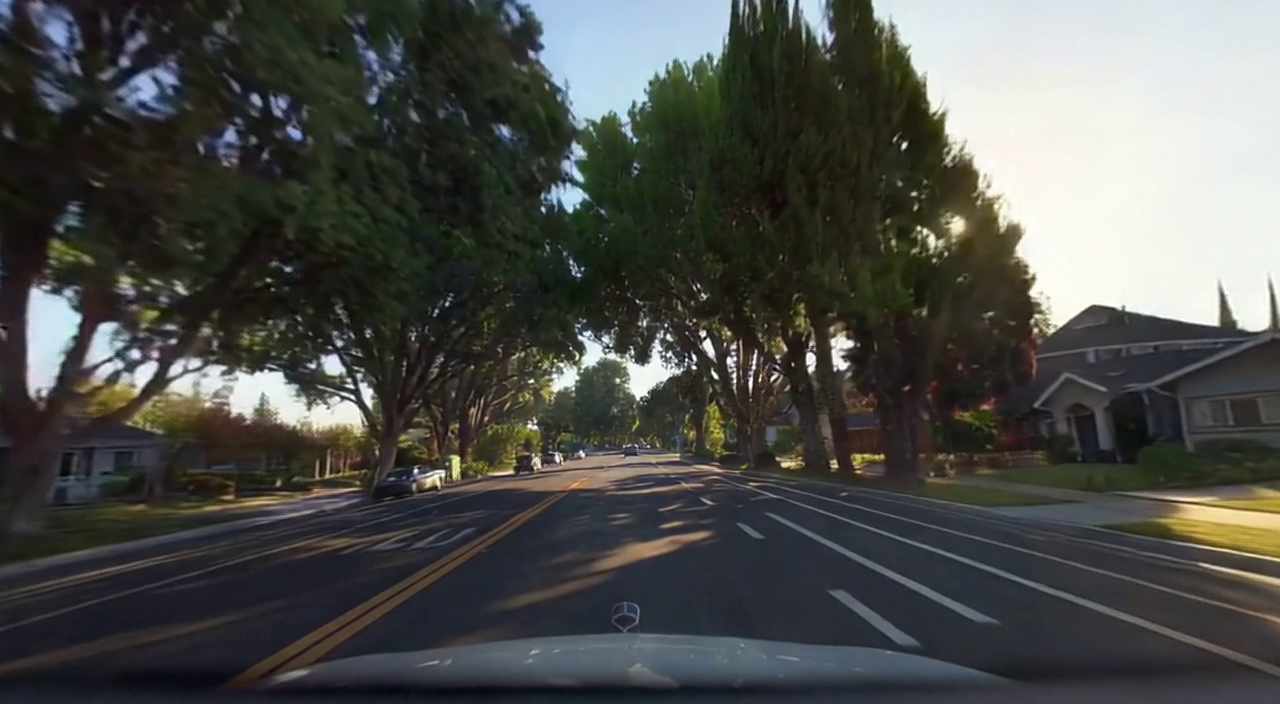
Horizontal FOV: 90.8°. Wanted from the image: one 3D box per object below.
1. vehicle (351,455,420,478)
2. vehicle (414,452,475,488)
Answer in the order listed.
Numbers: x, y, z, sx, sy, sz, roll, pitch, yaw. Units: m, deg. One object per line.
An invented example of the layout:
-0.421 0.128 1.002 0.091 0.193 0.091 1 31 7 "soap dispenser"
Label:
-18.993 8.560 47.286 4.310 1.690 1.848 1 -9 -3 "vehicle"
-10.762 6.480 35.099 1.989 1.610 4.337 -5 -8 -1 "vehicle"
